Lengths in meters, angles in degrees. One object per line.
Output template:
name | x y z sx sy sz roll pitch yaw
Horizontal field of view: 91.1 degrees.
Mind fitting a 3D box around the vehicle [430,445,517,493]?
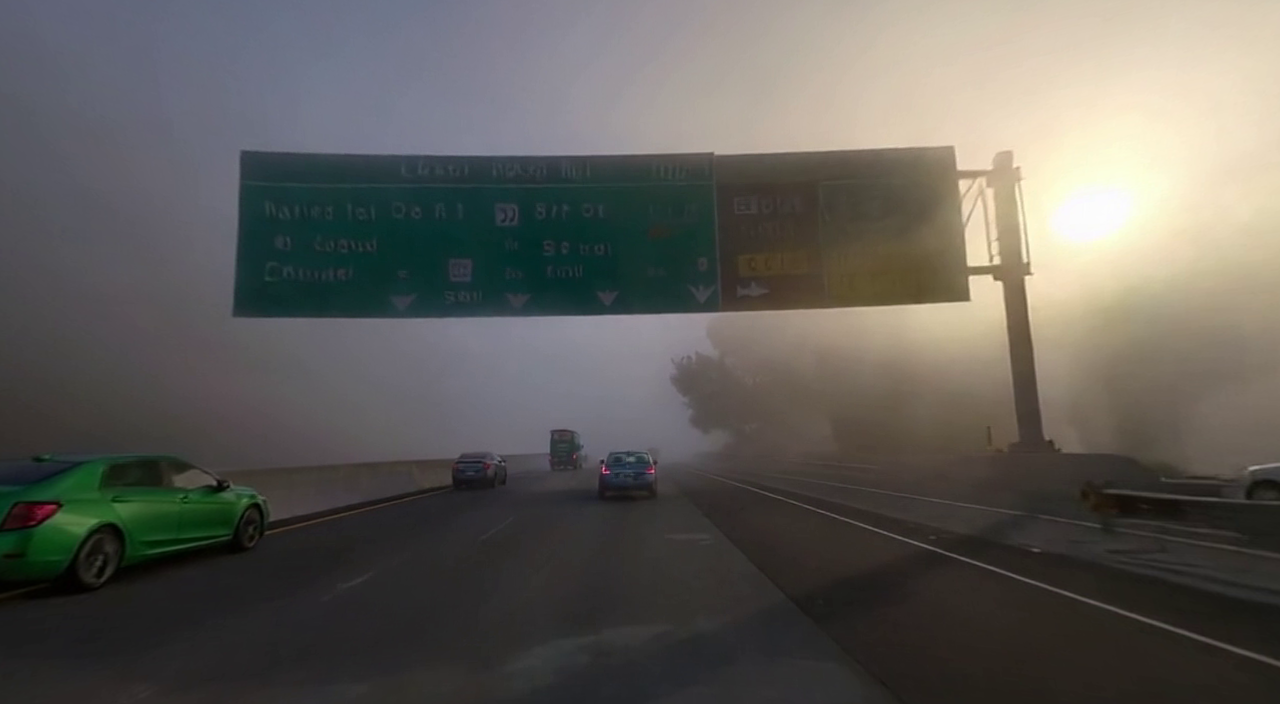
vehicle | -5.615 3.982 21.812 1.892 1.481 4.180 0 -9 0

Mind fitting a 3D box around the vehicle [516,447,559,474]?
vehicle | -5.874 6.266 36.484 1.814 1.417 3.860 0 -9 0

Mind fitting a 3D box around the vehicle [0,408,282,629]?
vehicle | -5.821 1.495 6.314 2.058 1.626 4.118 0 -9 -1

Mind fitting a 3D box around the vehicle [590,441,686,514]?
vehicle | -0.072 2.825 14.538 1.940 1.451 3.512 0 -9 -1

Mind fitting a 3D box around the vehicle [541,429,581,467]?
vehicle | -6.171 7.633 49.833 2.326 2.789 5.971 0 -9 0
